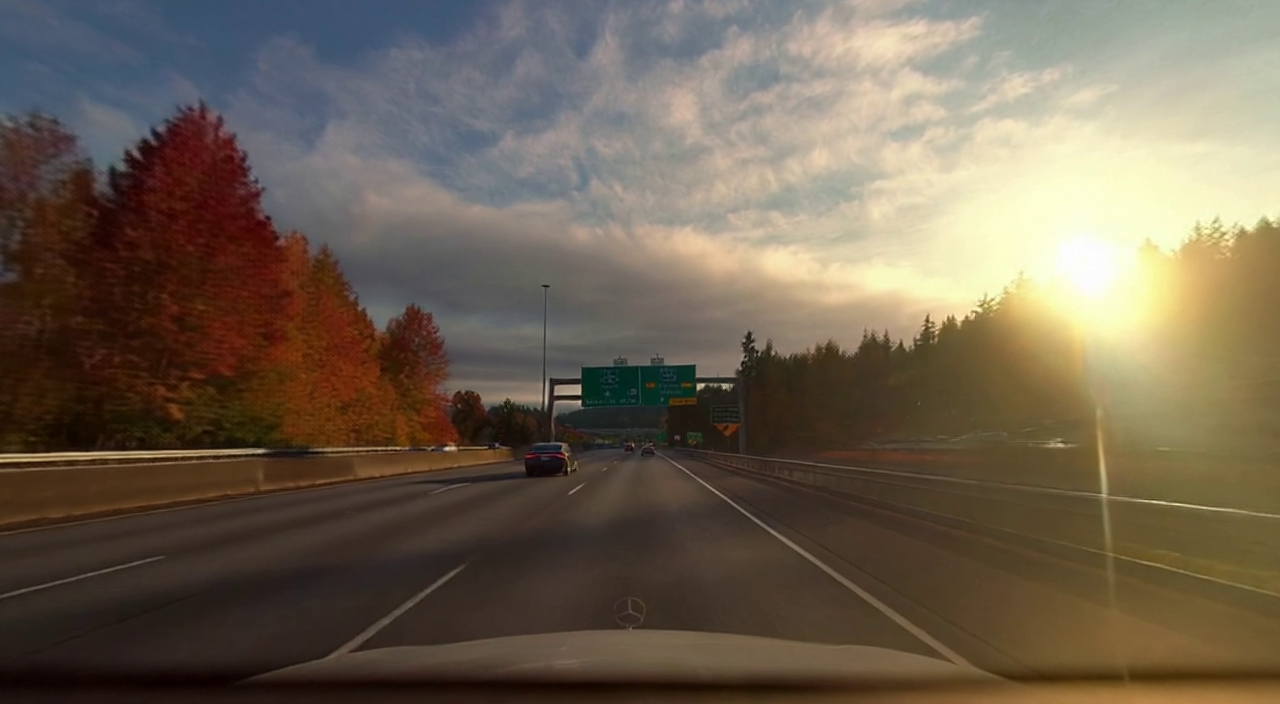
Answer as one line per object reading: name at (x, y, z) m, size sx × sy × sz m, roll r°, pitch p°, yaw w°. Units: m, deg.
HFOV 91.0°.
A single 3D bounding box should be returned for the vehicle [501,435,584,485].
vehicle at (-3.304, 3.756, 22.273) m, size 2.061 × 1.572 × 4.814 m, roll 0°, pitch -8°, yaw 1°
